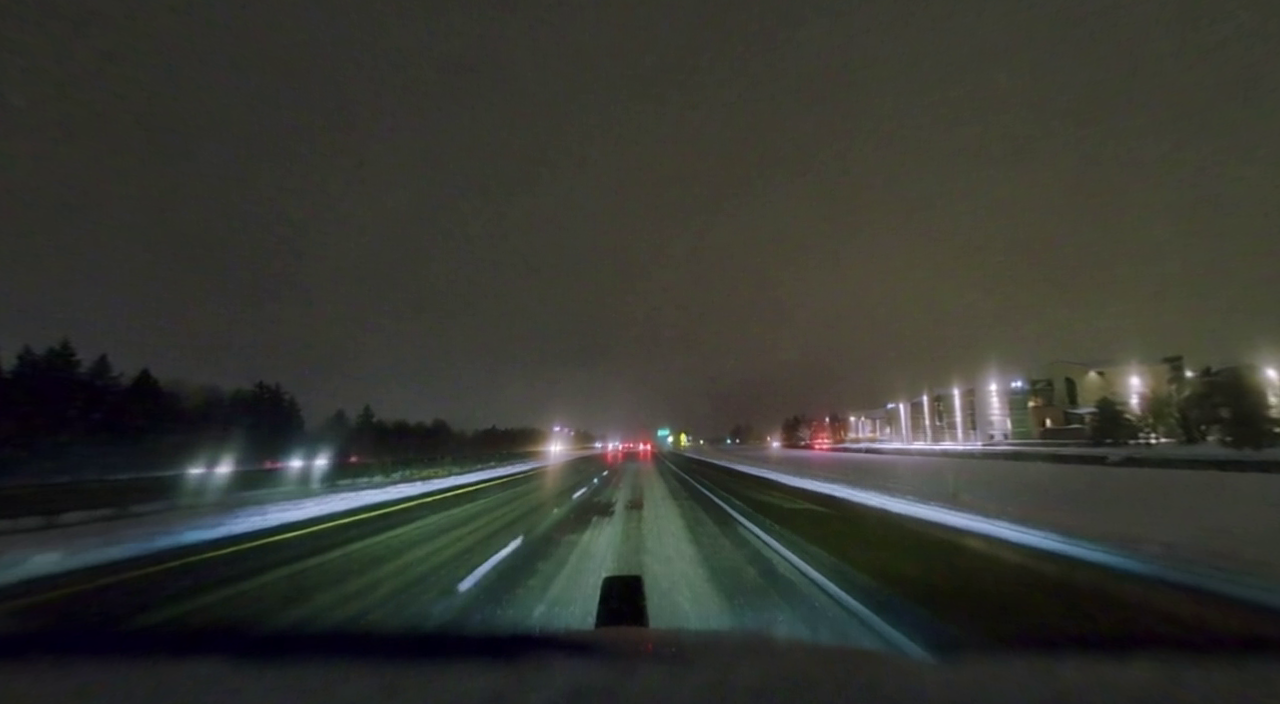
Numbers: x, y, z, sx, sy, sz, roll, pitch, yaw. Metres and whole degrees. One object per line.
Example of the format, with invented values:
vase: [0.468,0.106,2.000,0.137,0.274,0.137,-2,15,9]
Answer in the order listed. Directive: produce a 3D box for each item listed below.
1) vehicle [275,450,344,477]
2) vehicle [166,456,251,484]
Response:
vehicle: [-22.131,7.454,42.457,2.094,1.612,4.613,0,-9,1]
vehicle: [-26.049,7.108,38.302,1.907,1.478,4.642,0,-9,0]
